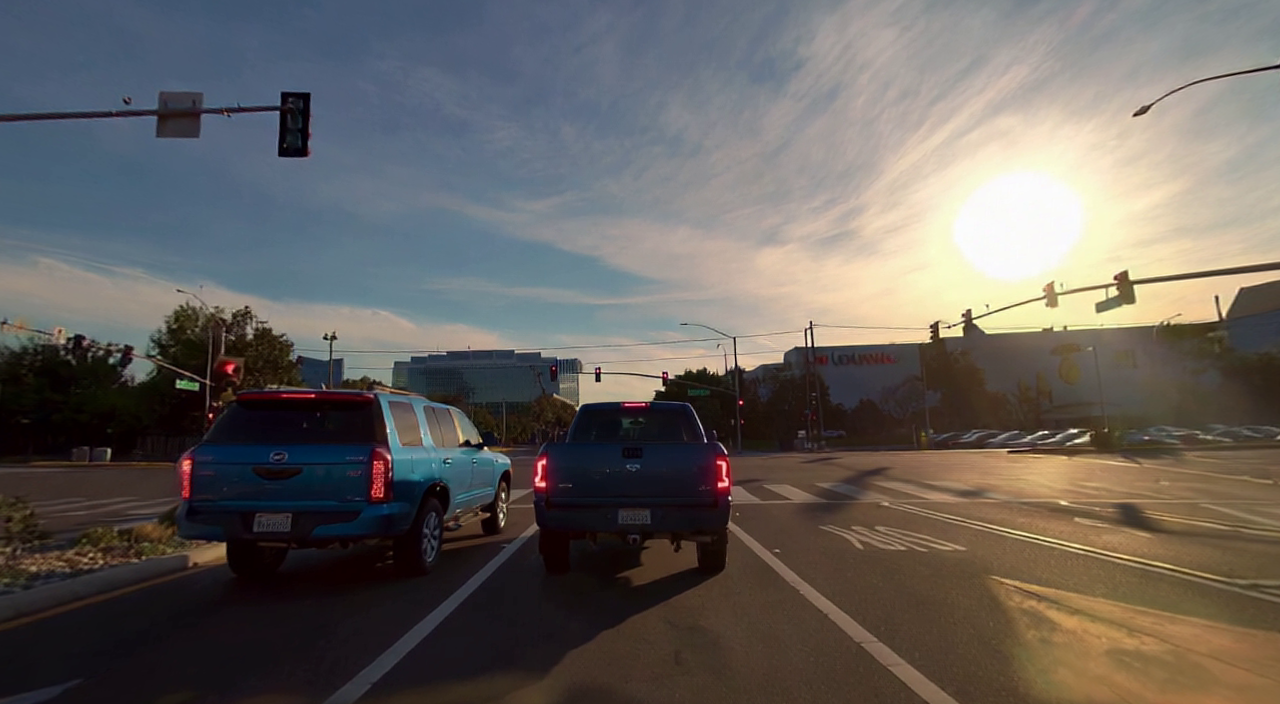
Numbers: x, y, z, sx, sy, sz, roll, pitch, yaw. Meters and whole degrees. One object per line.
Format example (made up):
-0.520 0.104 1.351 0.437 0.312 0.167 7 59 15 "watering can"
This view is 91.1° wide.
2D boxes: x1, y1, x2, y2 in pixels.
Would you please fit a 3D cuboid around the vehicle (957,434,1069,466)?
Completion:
19.314 5.068 32.597 4.624 1.601 1.871 0 -8 -3 "vehicle"

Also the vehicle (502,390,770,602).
-0.060 1.531 7.609 2.204 1.738 4.690 0 -8 -1 "vehicle"

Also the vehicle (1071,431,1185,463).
27.944 5.423 36.041 4.849 1.759 2.041 0 -8 -2 "vehicle"

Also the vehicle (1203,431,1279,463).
36.073 5.519 36.510 4.714 1.754 2.041 0 -8 -2 "vehicle"

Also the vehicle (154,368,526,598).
-2.968 1.451 7.786 2.220 1.926 4.870 0 -8 -1 "vehicle"

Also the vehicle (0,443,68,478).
-32.168 5.456 31.699 4.406 1.682 2.040 0 -8 -2 "vehicle"
